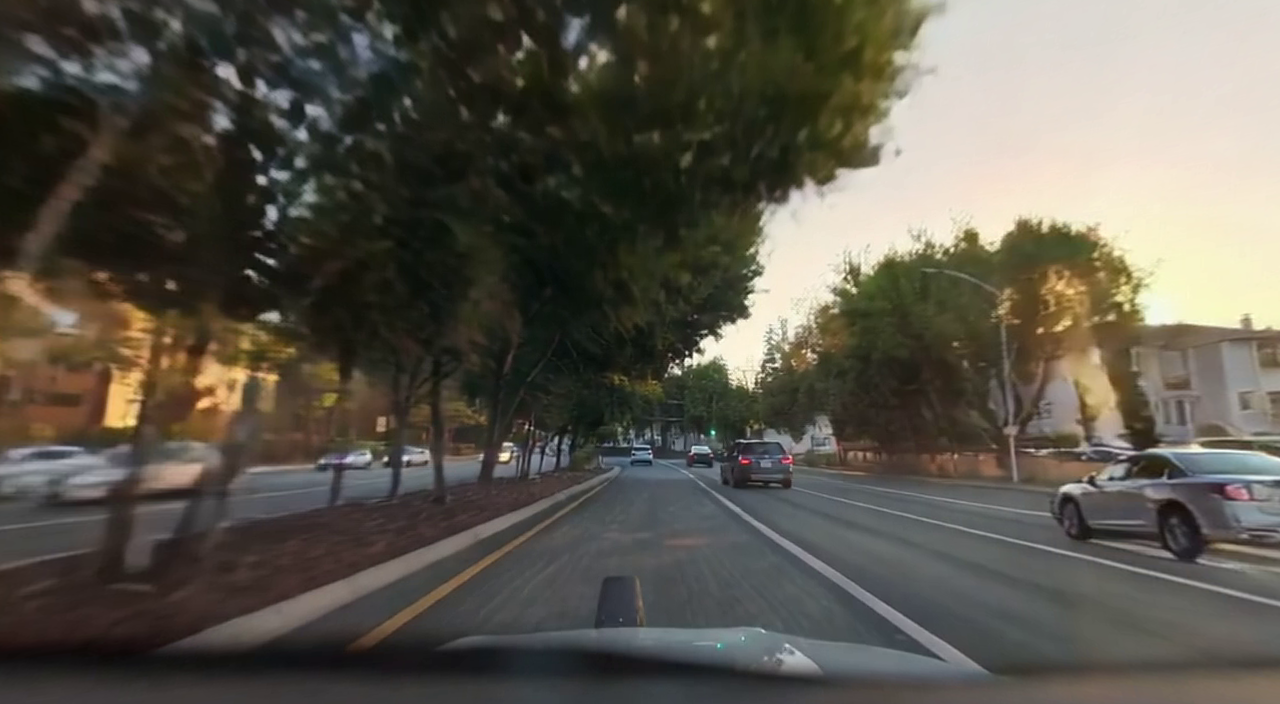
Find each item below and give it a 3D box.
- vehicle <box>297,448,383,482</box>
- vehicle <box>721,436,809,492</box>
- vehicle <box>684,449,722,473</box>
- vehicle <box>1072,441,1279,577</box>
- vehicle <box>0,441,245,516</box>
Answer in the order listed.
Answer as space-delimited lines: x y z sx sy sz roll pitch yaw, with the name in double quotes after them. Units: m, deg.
-15.416 5.801 32.822 1.991 1.513 5.063 0 -8 0 "vehicle"
4.353 3.989 22.883 2.209 1.813 4.724 0 -9 0 "vehicle"
4.073 7.138 41.758 2.064 1.474 4.389 0 -9 0 "vehicle"
8.043 1.912 8.146 1.949 1.492 4.103 0 -9 -2 "vehicle"
-11.967 2.900 15.097 2.046 1.485 4.591 0 -9 0 "vehicle"
